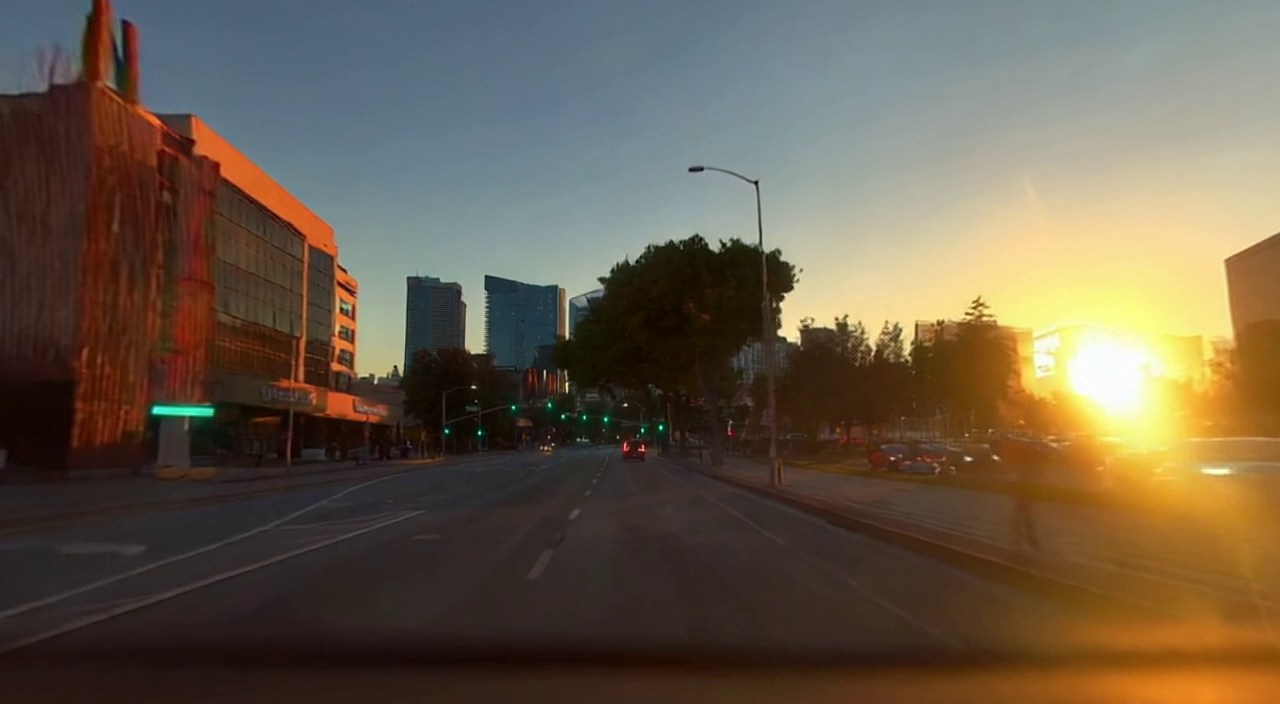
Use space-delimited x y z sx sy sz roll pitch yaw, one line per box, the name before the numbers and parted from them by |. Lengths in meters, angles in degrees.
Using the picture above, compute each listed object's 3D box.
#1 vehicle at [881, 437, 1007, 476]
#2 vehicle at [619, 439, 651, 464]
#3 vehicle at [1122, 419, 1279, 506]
vehicle | 12.995 4.470 27.221 4.395 1.497 1.975 1 -7 0
vehicle | -0.391 7.136 45.512 2.230 1.683 4.204 0 -8 -2
vehicle | 13.442 2.272 13.264 4.769 1.636 2.281 0 -8 -2
